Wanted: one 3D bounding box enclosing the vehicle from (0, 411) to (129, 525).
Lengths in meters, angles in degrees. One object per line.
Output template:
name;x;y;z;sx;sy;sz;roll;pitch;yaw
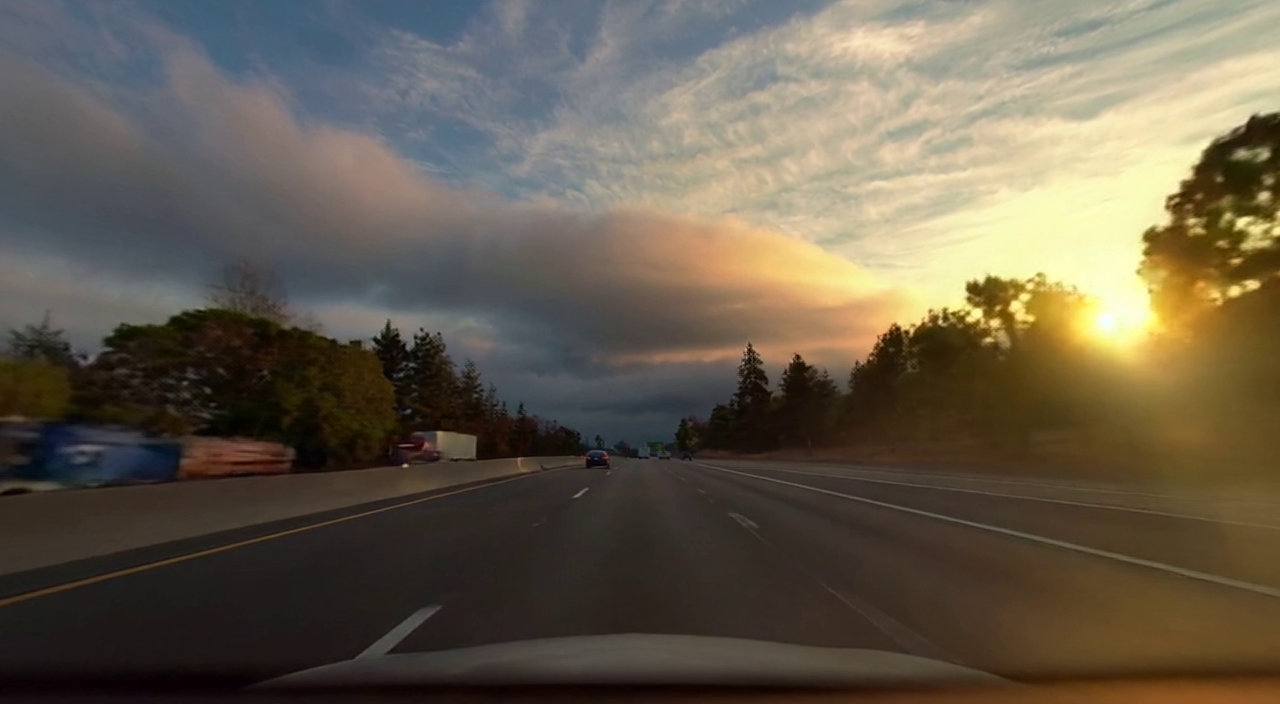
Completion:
vehicle;-16.145;2.762;15.040;2.400;2.633;6.390;0;-9;0
